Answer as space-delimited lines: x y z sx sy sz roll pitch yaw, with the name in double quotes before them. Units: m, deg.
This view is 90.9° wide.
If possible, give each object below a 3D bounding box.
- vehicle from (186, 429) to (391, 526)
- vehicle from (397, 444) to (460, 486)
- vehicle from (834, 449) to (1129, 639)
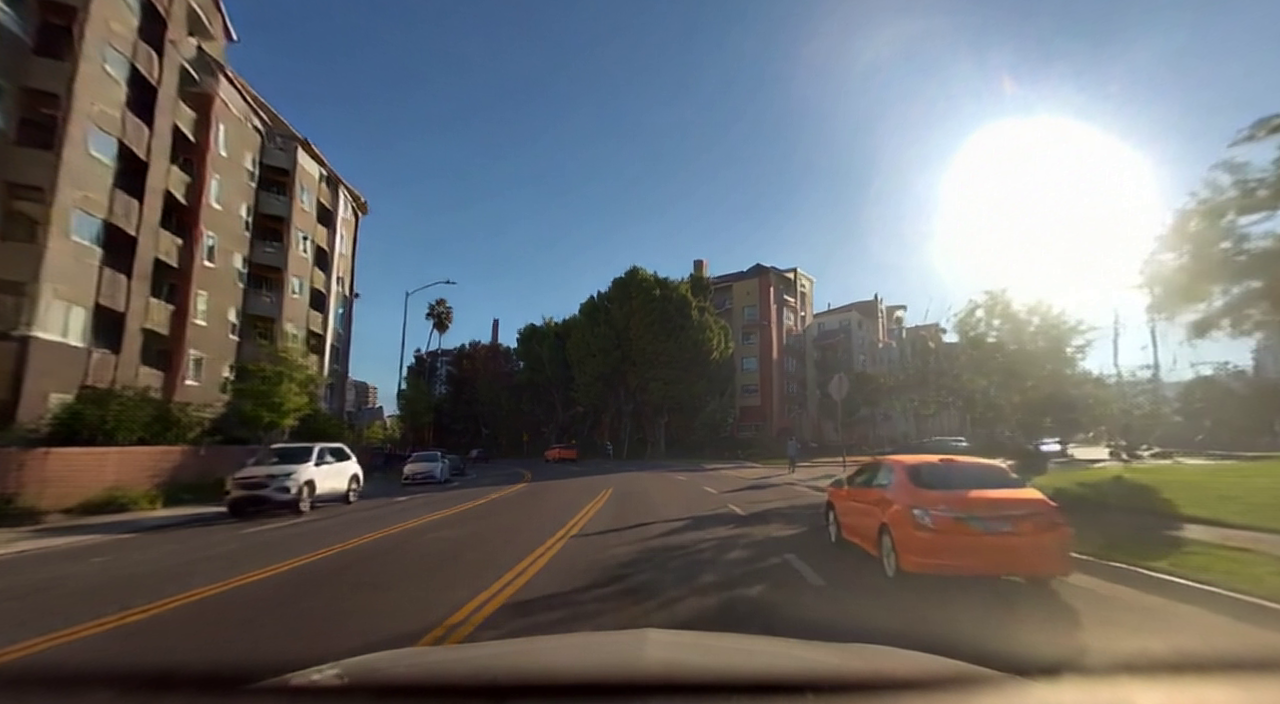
"vehicle" -8.625 3.109 16.149 2.347 1.846 4.915 -6 -9 1
"vehicle" -9.243 4.941 27.903 1.994 1.697 4.436 1 -9 -10
"vehicle" 2.961 1.680 6.061 1.559 1.351 2.452 1 -11 4
